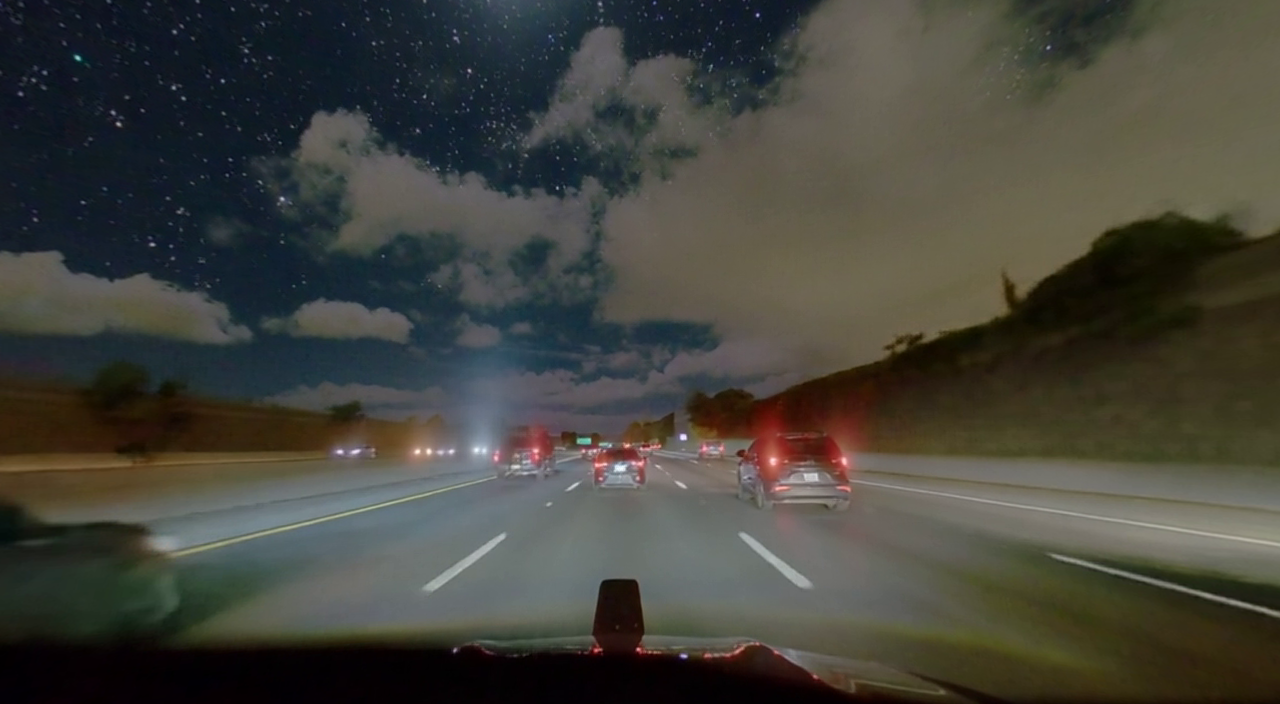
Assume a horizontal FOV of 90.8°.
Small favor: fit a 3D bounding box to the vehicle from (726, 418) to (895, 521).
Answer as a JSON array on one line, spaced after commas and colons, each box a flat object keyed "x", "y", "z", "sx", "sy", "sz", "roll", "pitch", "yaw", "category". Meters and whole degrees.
[{"x": 3.343, "y": 2.423, "z": 13.580, "sx": 2.162, "sy": 1.800, "sz": 4.693, "roll": 0, "pitch": -9, "yaw": -2, "category": "vehicle"}]

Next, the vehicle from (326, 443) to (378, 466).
[{"x": -19.526, "y": 6.949, "z": 43.001, "sx": 1.802, "sy": 1.481, "sz": 3.919, "roll": 0, "pitch": -9, "yaw": -2, "category": "vehicle"}]

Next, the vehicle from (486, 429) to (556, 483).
[{"x": -4.638, "y": 4.149, "z": 25.380, "sx": 1.983, "sy": 1.948, "sz": 4.822, "roll": 0, "pitch": -9, "yaw": -1, "category": "vehicle"}]

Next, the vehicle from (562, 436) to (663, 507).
[{"x": -0.630, "y": 2.803, "z": 15.278, "sx": 2.098, "sy": 1.475, "sz": 3.997, "roll": 0, "pitch": -9, "yaw": -2, "category": "vehicle"}]
